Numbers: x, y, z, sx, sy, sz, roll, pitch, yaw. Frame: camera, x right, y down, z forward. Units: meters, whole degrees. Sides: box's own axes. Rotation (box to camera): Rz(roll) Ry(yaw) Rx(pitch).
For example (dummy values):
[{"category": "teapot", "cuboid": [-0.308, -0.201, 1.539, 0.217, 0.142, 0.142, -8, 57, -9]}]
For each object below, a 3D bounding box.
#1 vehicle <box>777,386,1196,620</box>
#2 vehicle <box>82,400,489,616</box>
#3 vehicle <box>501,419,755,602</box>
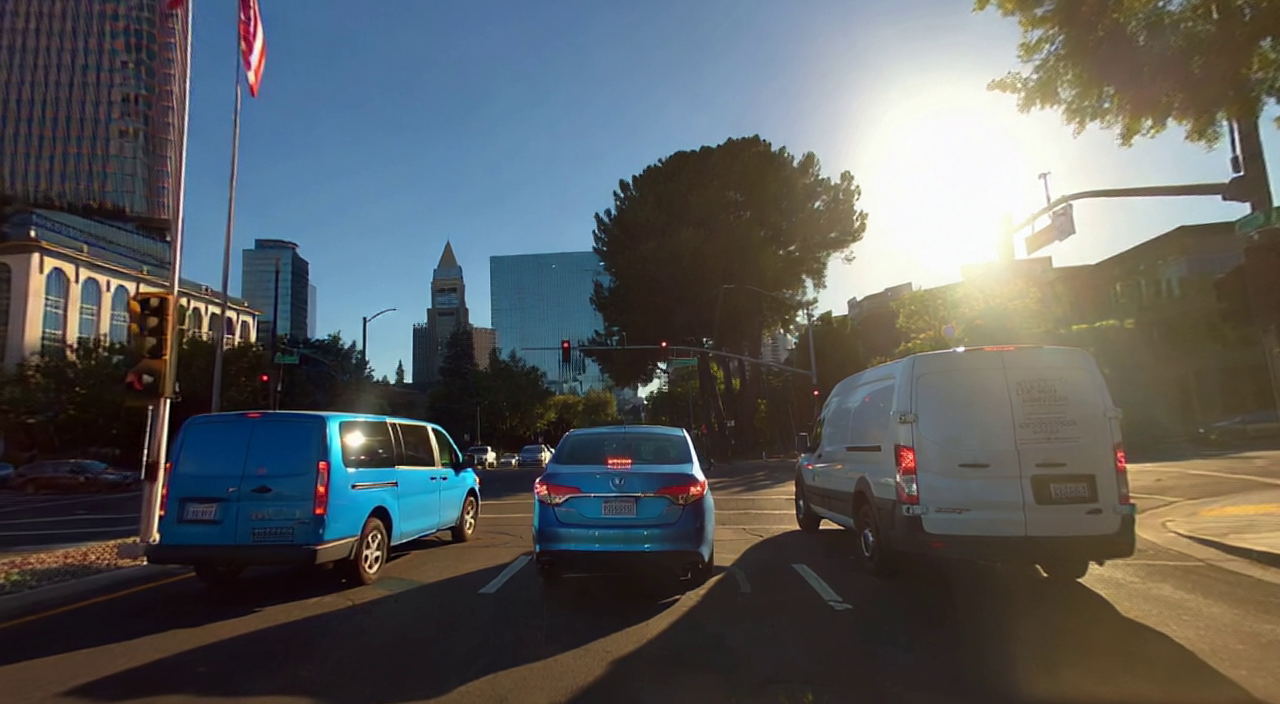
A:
[{"category": "vehicle", "cuboid": [3.087, 1.466, 7.019, 2.178, 1.746, 4.400, 0, -9, 1]}, {"category": "vehicle", "cuboid": [-3.303, 1.527, 7.038, 2.024, 1.677, 3.998, -1, -9, 3]}, {"category": "vehicle", "cuboid": [-0.143, 1.620, 7.337, 2.098, 1.494, 4.118, 0, -9, -1]}]
